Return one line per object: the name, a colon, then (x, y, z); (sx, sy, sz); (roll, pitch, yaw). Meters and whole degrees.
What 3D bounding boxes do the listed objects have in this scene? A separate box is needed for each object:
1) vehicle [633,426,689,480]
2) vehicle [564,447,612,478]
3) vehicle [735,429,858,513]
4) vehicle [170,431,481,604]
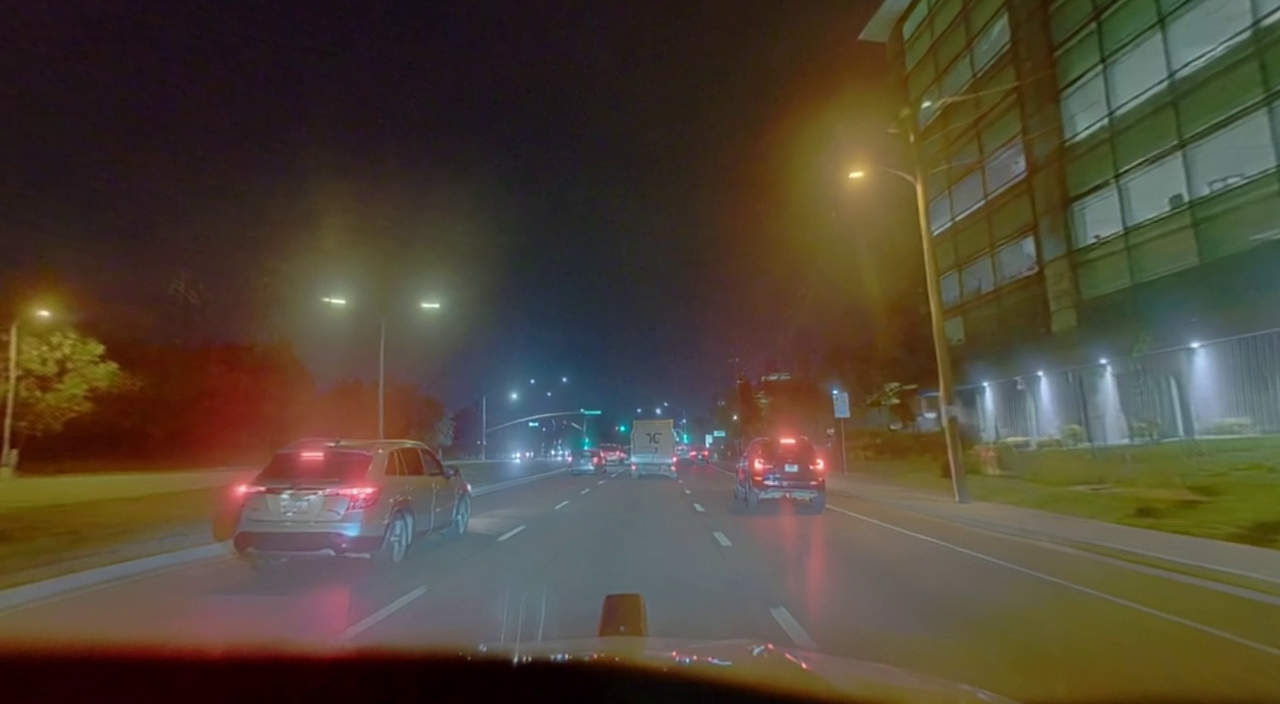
vehicle: (1.170, 5.062, 31.558); (2.457, 2.440, 5.486); (-1, -9, 5)
vehicle: (-2.714, 5.898, 33.858); (1.984, 1.567, 4.311); (-1, -9, 4)
vehicle: (3.970, 3.100, 16.828); (2.283, 1.923, 4.427); (0, -9, 2)
vehicle: (-3.537, 1.885, 8.009); (1.934, 1.643, 3.718); (0, -9, 1)
